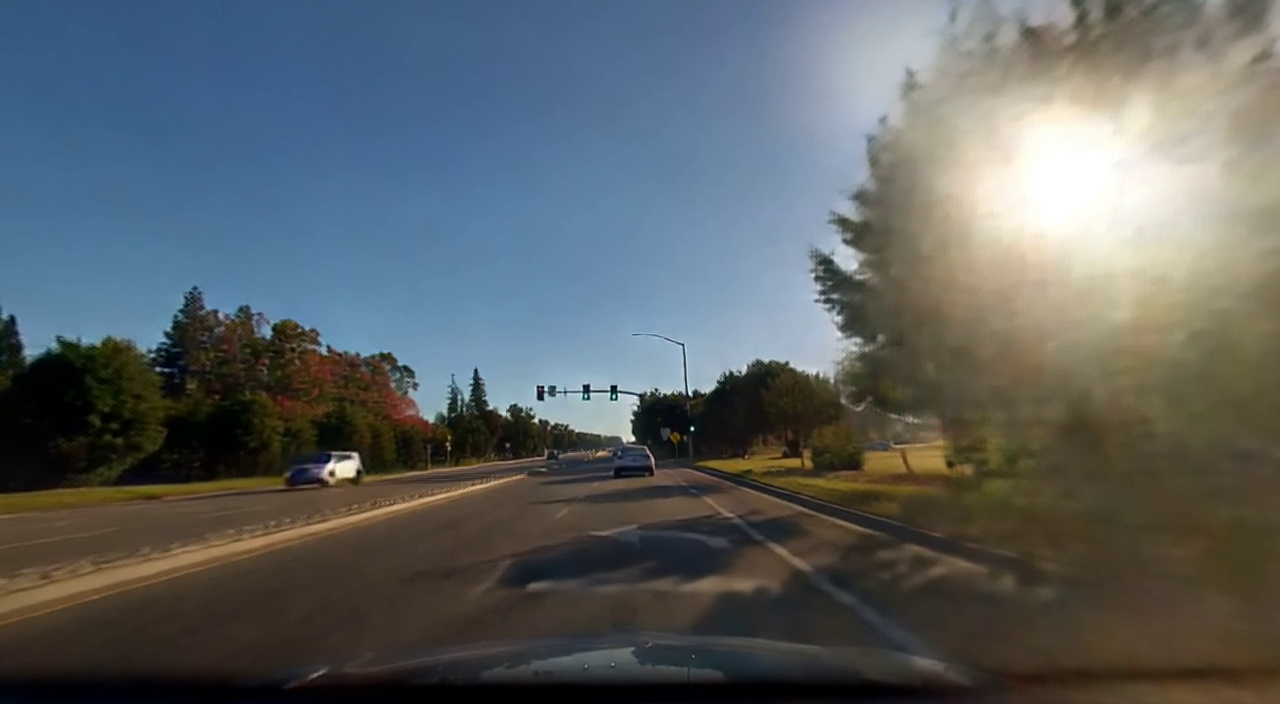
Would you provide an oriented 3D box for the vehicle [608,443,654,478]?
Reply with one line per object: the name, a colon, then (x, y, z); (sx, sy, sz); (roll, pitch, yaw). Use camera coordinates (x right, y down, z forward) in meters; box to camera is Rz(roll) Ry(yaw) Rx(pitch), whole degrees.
vehicle: (-0.430, 4.889, 28.547); (1.954, 1.469, 3.465); (0, -9, -1)
